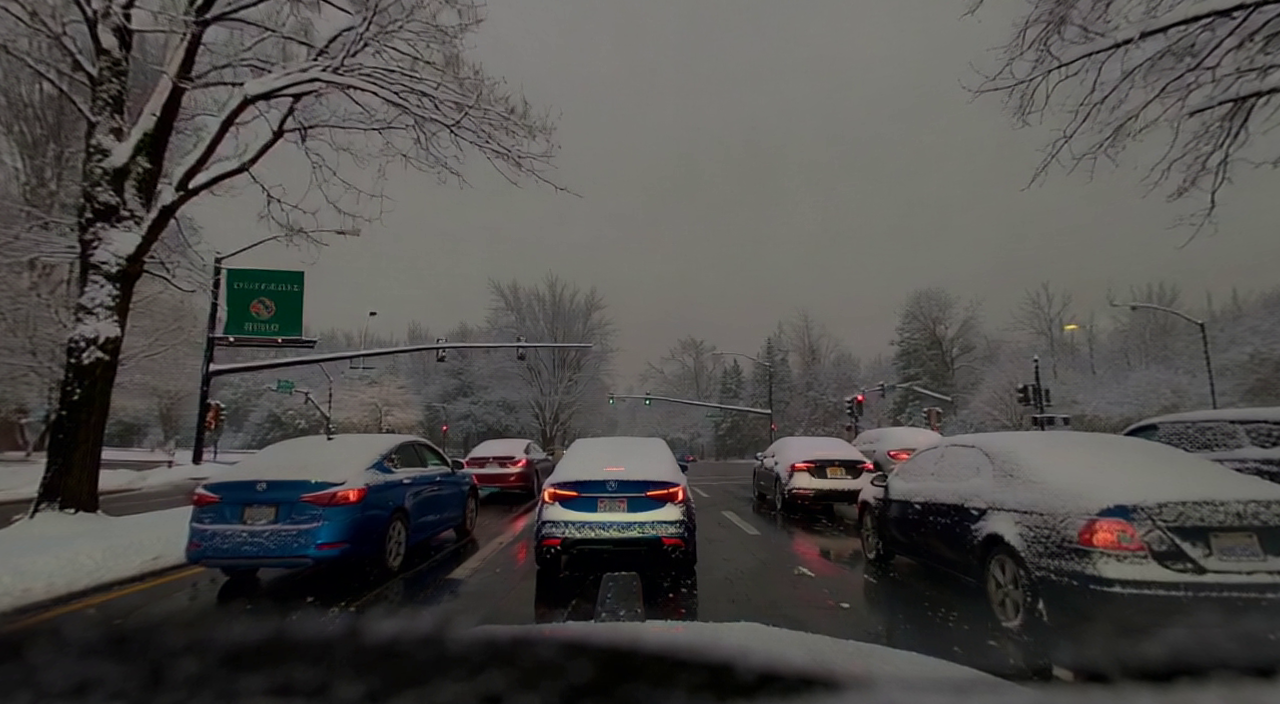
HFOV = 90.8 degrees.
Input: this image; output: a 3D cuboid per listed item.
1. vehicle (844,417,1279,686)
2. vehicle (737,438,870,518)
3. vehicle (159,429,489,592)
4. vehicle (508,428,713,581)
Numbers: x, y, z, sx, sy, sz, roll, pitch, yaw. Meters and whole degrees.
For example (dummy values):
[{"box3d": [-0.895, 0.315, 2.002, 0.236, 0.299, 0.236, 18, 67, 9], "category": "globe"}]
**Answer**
[{"box3d": [3.604, 1.438, 5.786, 1.953, 1.471, 4.470, 0, -9, 0], "category": "vehicle"}, {"box3d": [3.399, 2.678, 13.946, 1.852, 1.498, 3.825, 0, -9, -1], "category": "vehicle"}, {"box3d": [-3.363, 1.745, 7.840, 1.929, 1.457, 4.136, 0, -9, 0], "category": "vehicle"}, {"box3d": [-0.319, 1.768, 8.081, 1.994, 1.479, 3.647, 0, -9, -1], "category": "vehicle"}]
